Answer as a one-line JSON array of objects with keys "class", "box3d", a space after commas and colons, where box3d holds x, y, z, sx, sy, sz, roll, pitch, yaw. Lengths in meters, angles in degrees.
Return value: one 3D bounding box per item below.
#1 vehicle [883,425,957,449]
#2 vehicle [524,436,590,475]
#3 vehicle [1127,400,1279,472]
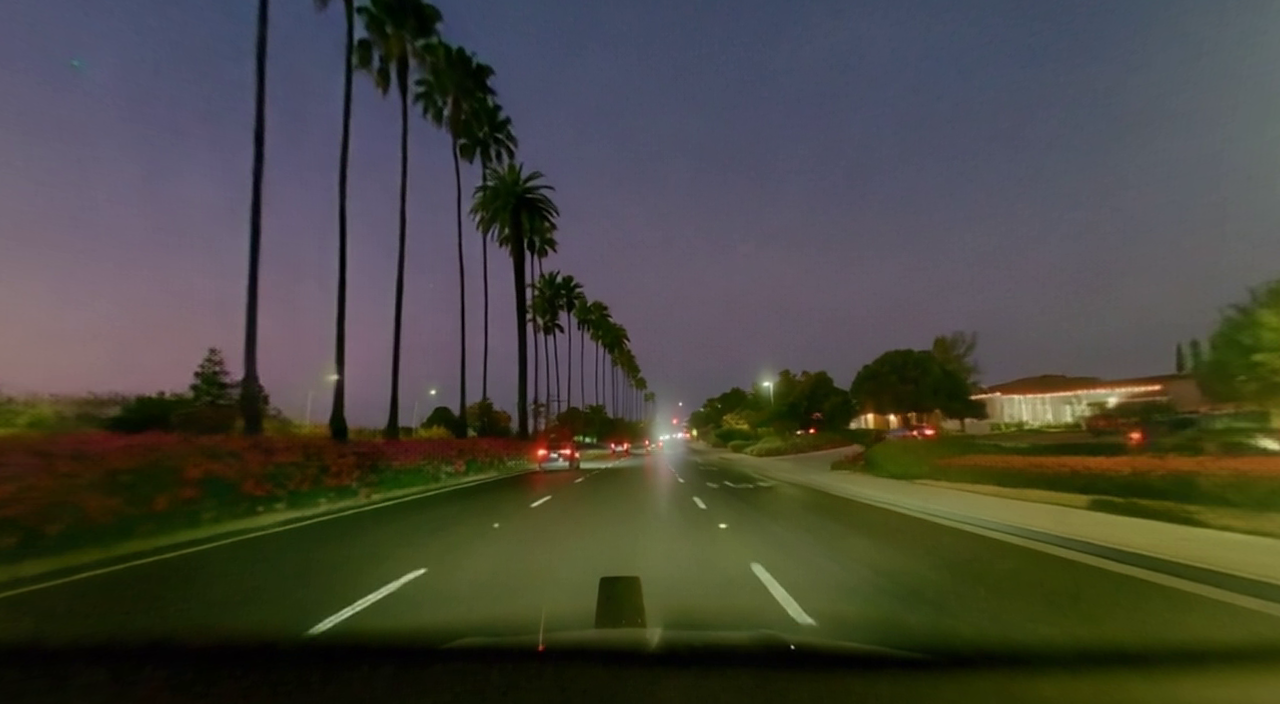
[{"class": "vehicle", "box3d": [20.004, 6.105, 45.023, 4.364, 1.609, 1.917, -1, -8, 7]}, {"class": "vehicle", "box3d": [-3.410, 4.371, 26.704, 2.036, 1.478, 4.508, -1, -8, 2]}, {"class": "vehicle", "box3d": [20.221, 2.808, 21.472, 2.624, 2.088, 5.064, -3, -7, -6]}]
